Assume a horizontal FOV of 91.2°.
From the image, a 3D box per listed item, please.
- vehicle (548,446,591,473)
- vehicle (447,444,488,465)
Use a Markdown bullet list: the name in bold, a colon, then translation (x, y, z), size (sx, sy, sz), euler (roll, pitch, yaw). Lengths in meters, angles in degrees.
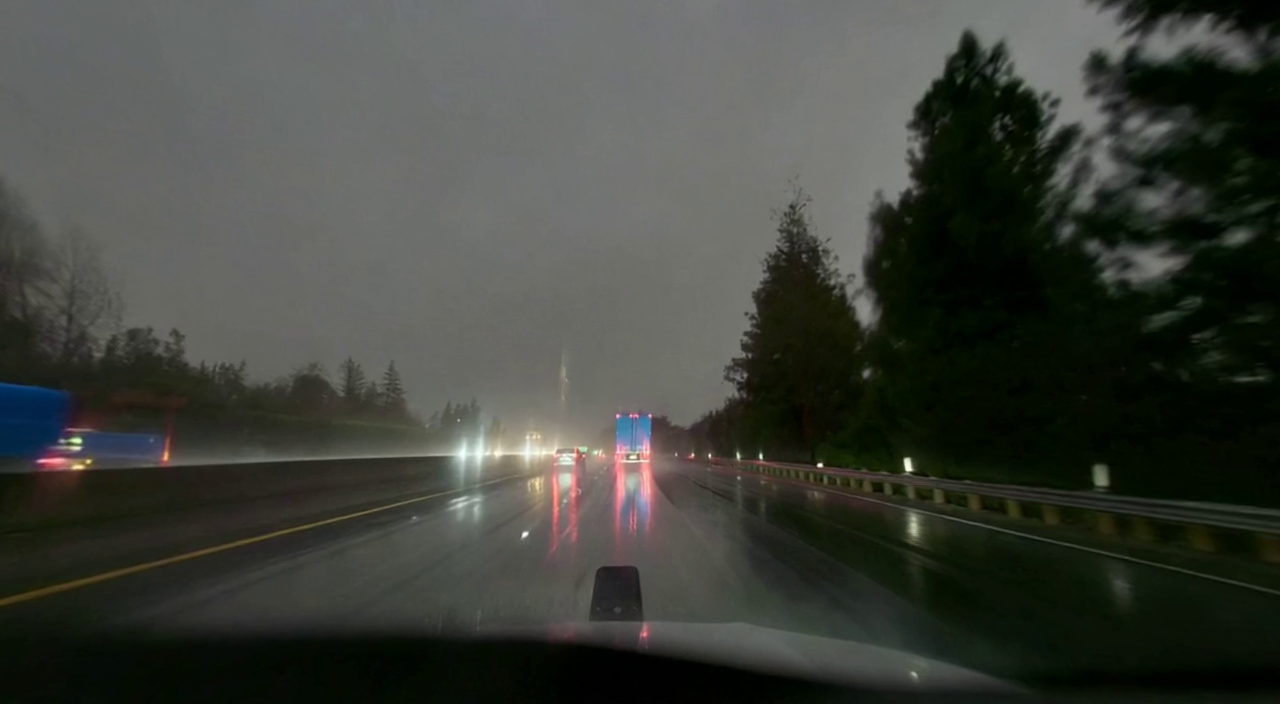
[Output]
- **vehicle**: translation (-4.118, 6.362, 37.270), size (2.057, 1.519, 4.372), euler (0, -9, 0)
- **vehicle**: translation (-13.300, 7.941, 48.486), size (1.966, 1.518, 4.276), euler (0, -9, 0)
